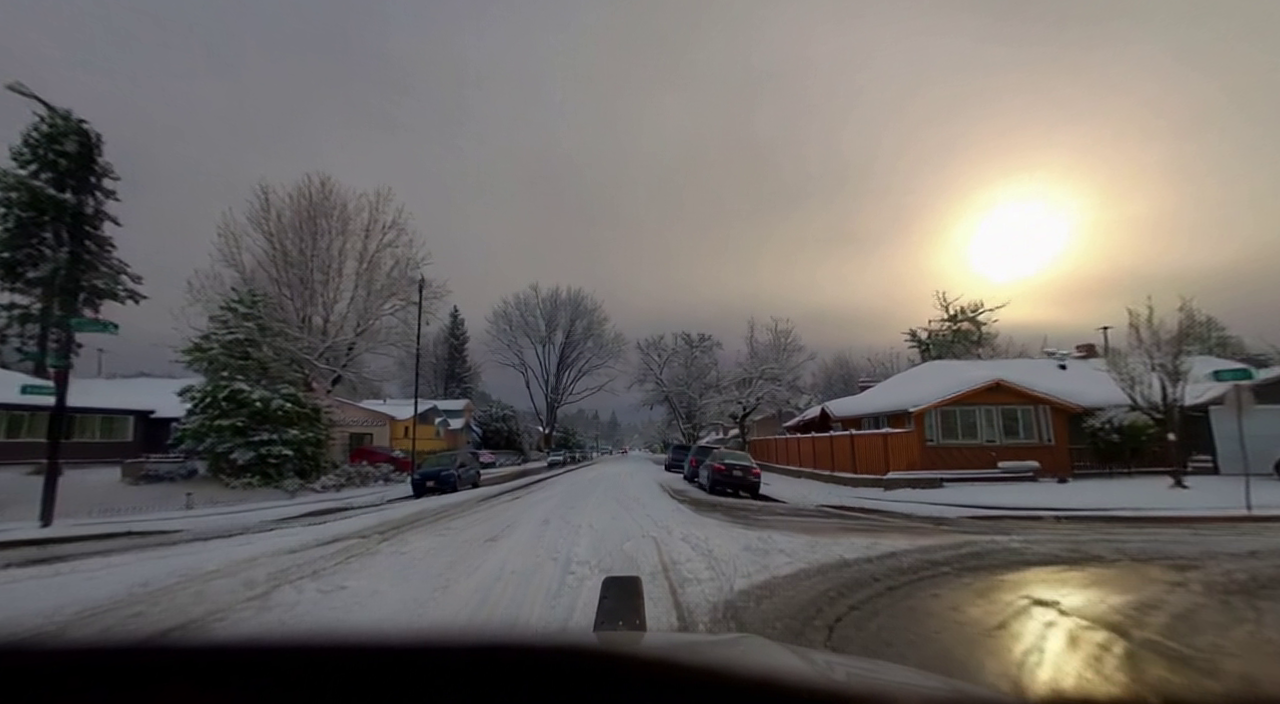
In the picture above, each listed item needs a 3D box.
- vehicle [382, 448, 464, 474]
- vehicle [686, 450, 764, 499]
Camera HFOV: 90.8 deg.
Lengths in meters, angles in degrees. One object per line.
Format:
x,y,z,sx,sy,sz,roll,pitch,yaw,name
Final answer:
-13.454,6.763,39.376,4.423,1.522,1.961,0,-9,-2,vehicle
2.790,4.134,21.703,1.881,1.487,4.183,1,-9,-3,vehicle
